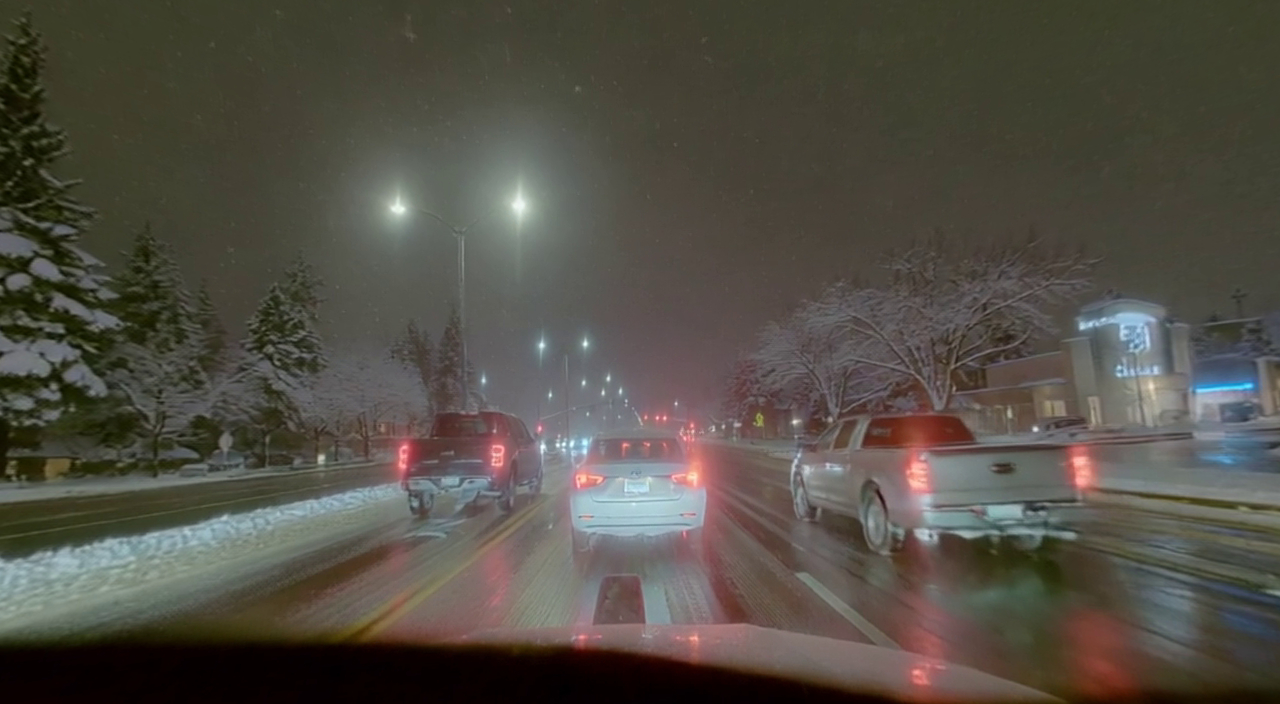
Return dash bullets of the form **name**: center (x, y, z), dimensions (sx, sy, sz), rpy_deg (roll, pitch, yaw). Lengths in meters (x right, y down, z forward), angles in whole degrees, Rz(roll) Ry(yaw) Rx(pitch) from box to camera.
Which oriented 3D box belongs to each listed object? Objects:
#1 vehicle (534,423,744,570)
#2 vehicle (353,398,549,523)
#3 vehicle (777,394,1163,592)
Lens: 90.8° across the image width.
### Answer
- **vehicle**: center (-0.068, 1.759, 8.465), dimensions (2.126, 1.475, 3.967), rpy_deg (0, -8, -2)
- **vehicle**: center (-3.433, 2.135, 12.950), dimensions (2.301, 1.985, 5.531), rpy_deg (0, -8, 0)
- **vehicle**: center (3.333, 1.546, 7.828), dimensions (2.092, 1.658, 4.814), rpy_deg (0, -8, -1)
